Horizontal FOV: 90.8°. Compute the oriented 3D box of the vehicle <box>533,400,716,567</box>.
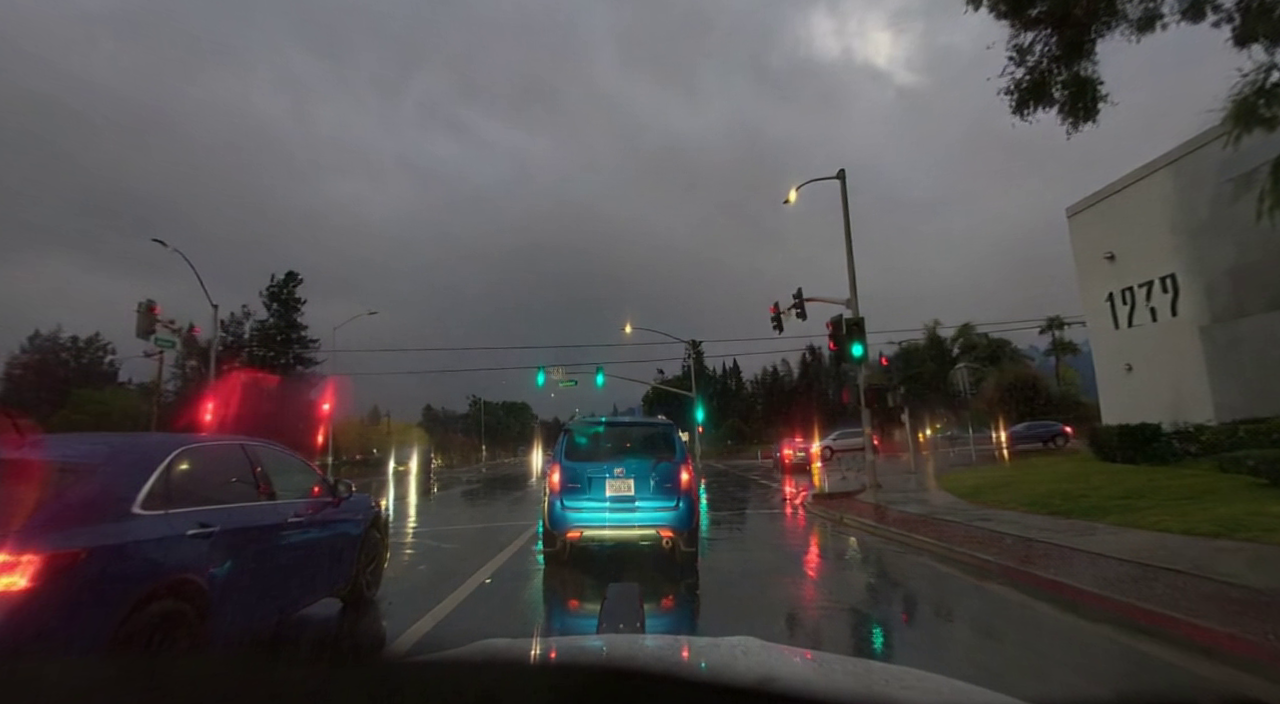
[{"bbox_3d":[-0.181,1.799,9.358,2.059,1.877,4.249,0,-8,0],"label":"vehicle"}]

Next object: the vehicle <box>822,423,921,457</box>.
[{"bbox_3d":[12.829,4.899,35.102,4.872,1.806,2.107,3,-9,-19],"label":"vehicle"}]

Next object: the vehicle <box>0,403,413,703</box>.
[{"bbox_3d":[-3.380,1.266,4.553,2.011,1.527,4.008,0,-8,-1],"label":"vehicle"}]

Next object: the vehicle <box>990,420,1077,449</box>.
[{"bbox_3d":[21.959,4.645,35.267,3.830,1.545,2.006,3,-9,-19],"label":"vehicle"}]
